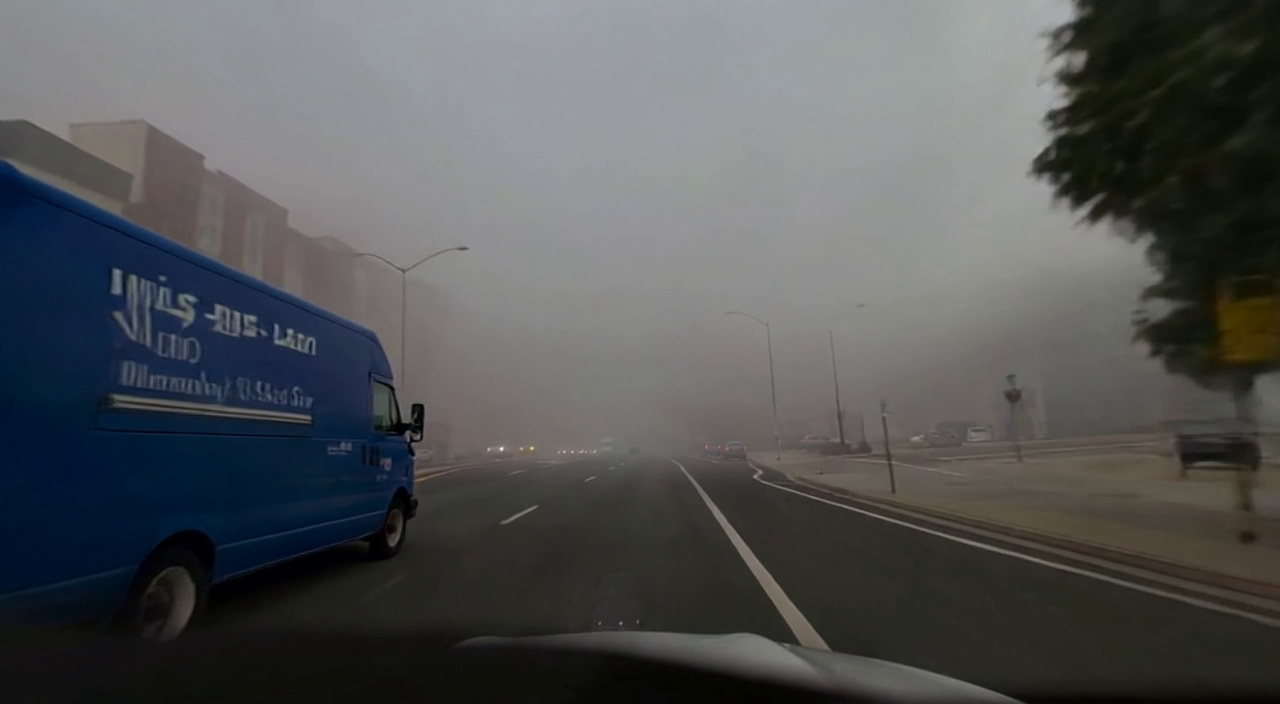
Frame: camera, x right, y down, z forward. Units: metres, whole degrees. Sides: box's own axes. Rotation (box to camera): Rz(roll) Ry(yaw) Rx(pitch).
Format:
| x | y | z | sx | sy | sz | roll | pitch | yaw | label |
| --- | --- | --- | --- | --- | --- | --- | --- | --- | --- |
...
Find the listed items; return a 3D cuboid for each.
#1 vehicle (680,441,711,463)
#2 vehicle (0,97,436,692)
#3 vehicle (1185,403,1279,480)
| x | y | z | sx | sy | sz | roll | pitch | yaw | label |
| --- | --- | --- | --- | --- | --- | --- | --- | --- | --- |
| 4.128 | 7.501 | 47.401 | 1.878 | 1.534 | 4.120 | 0 | -8 | 0 | vehicle |
| -4.674 | 0.684 | 6.481 | 2.763 | 2.974 | 7.562 | 0 | -8 | -1 | vehicle |
| 15.875 | 2.315 | 16.534 | 1.976 | 1.729 | 5.166 | -8 | -11 | 43 | vehicle |
